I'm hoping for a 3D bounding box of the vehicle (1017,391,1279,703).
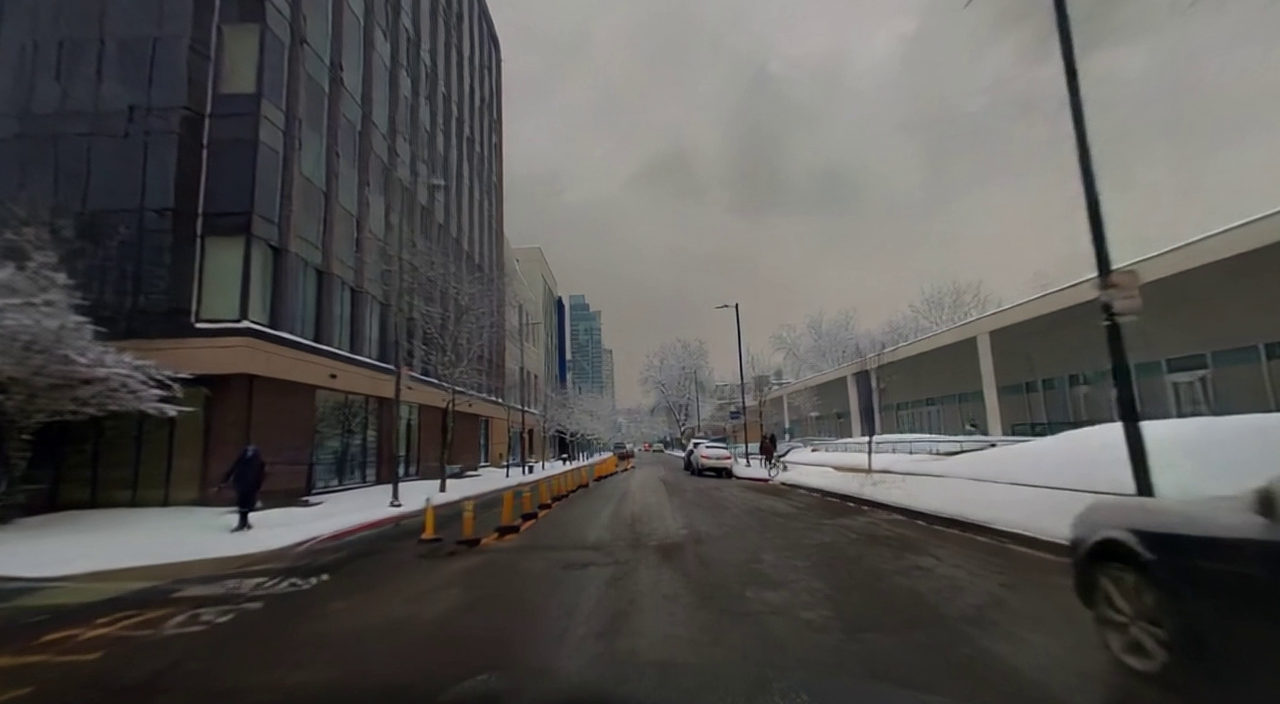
[{"bbox_3d":[3.439,0.731,1.591,1.963,1.445,4.948,-1,-9,1],"label":"vehicle"}]

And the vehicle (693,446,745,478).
[{"bbox_3d":[3.918,5.502,31.967,2.020,1.448,4.220,-1,-8,-1],"label":"vehicle"}]
